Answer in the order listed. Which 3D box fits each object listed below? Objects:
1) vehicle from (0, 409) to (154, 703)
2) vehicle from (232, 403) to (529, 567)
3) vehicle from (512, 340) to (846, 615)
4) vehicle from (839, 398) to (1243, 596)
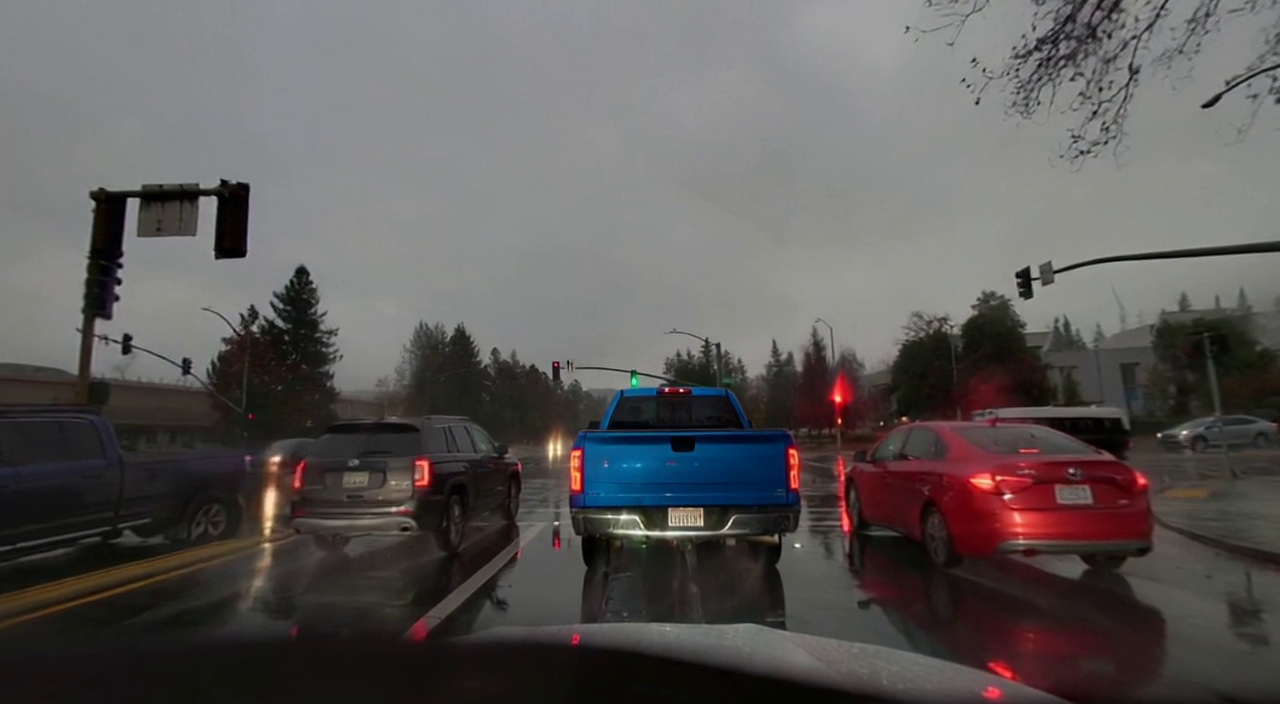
[{"bbox_3d":[-3.394,0.712,0.673,1.998,1.481,4.656,0,-8,1],"label":"vehicle"},{"bbox_3d":[-3.236,1.778,9.219,2.125,1.739,4.707,0,-8,3],"label":"vehicle"},{"bbox_3d":[0.333,1.286,7.243,2.505,2.084,4.768,0,-8,1],"label":"vehicle"},{"bbox_3d":[4.049,1.532,7.480,1.984,1.659,4.226,0,-8,0],"label":"vehicle"}]
